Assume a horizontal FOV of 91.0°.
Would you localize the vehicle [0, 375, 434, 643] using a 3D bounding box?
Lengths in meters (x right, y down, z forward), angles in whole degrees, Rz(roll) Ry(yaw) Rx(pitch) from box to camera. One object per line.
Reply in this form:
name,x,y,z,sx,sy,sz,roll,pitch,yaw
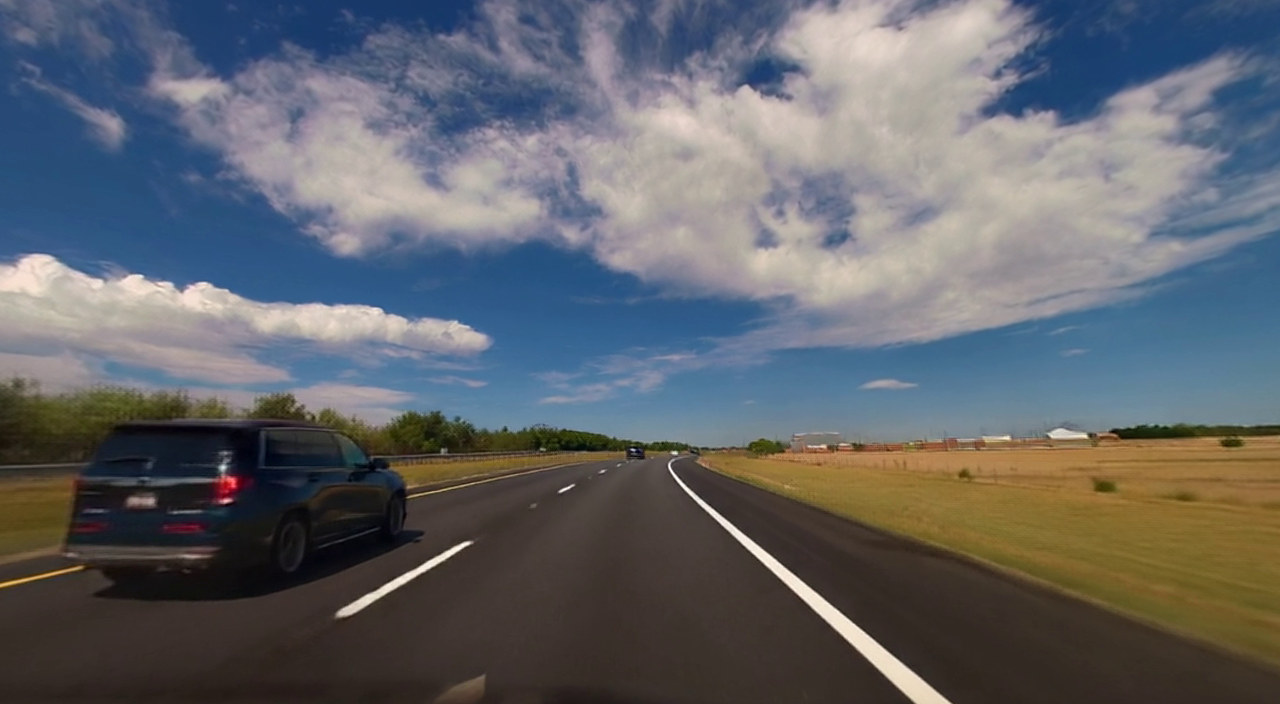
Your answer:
vehicle,-4.107,1.400,6.632,2.193,1.771,4.757,0,-9,1
